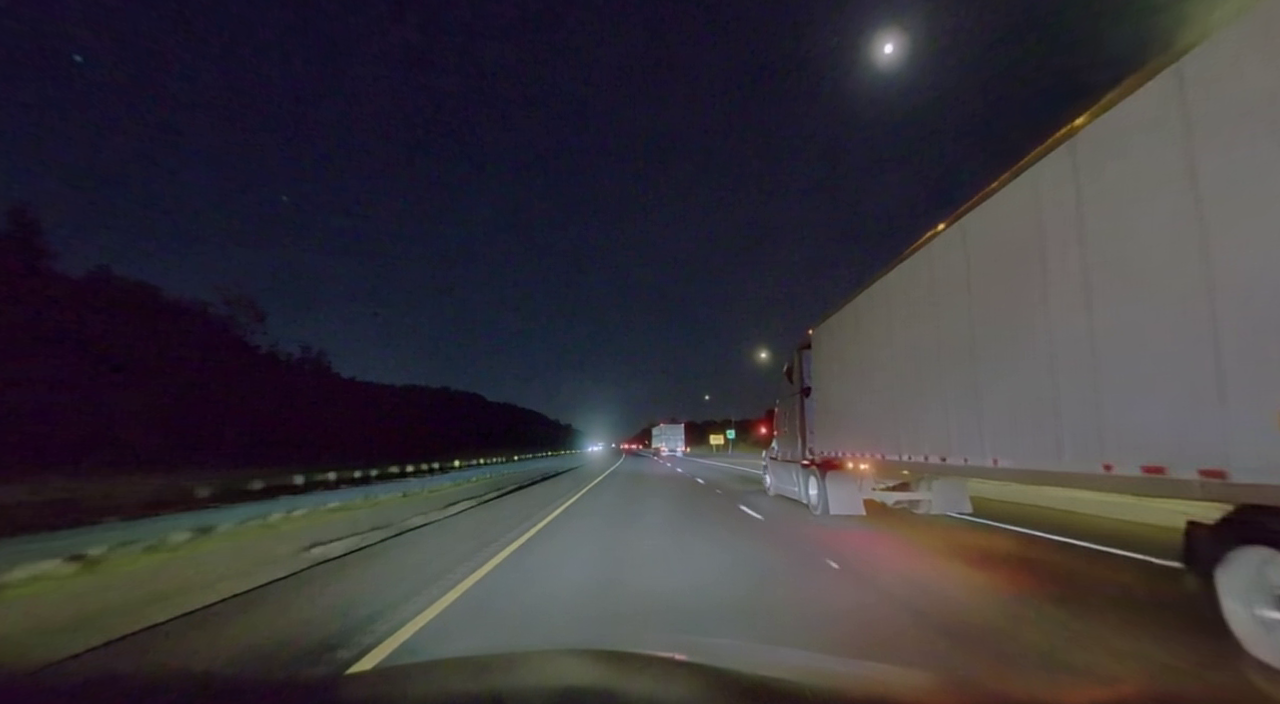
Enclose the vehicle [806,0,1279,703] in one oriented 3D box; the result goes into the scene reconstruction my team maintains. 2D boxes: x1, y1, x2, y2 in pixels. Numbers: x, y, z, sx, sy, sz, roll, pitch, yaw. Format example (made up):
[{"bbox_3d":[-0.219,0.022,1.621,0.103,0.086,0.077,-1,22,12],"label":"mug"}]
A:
[{"bbox_3d":[4.487,0.292,5.762,3.107,3.718,10.231,0,-9,0],"label":"vehicle"}]
